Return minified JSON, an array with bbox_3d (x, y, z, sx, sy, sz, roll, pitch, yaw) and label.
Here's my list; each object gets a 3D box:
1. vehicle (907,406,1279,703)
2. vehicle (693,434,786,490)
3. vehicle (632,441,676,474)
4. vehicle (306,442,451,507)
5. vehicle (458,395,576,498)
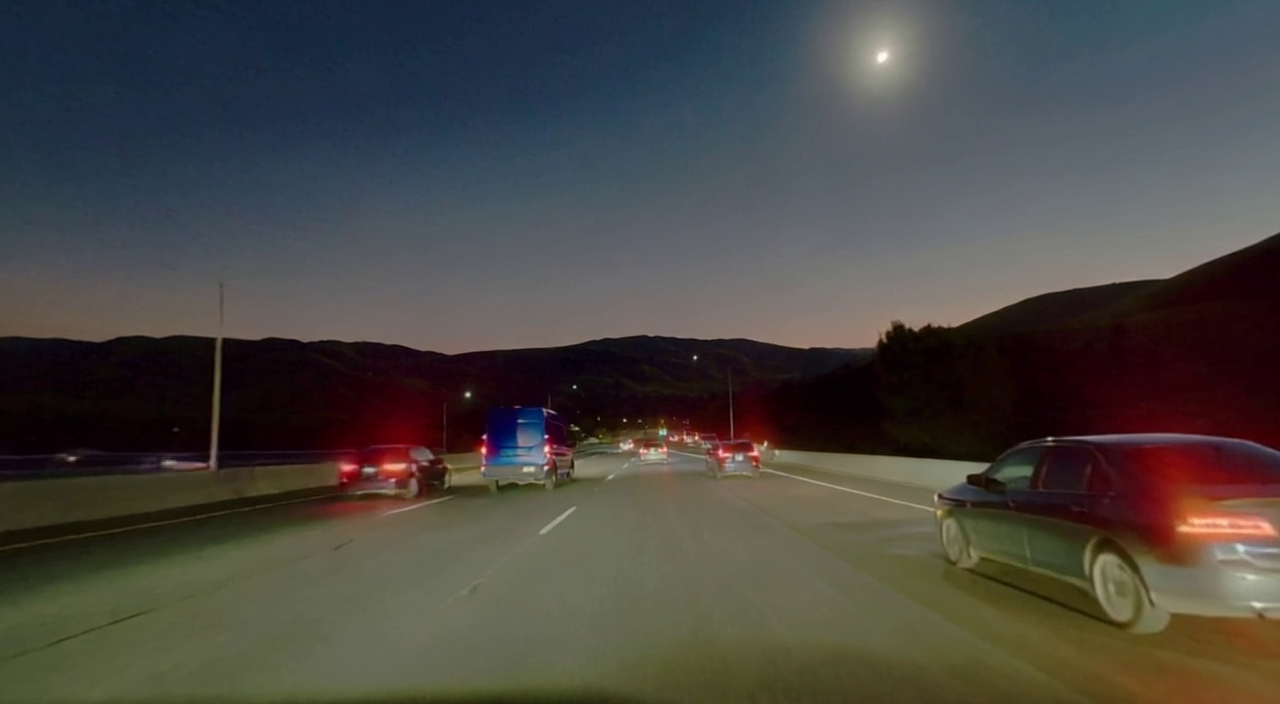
[{"bbox_3d":[3.946,1.243,4.531,2.050,1.491,4.362,0,-9,-1],"label":"vehicle"},{"bbox_3d":[3.189,3.636,21.224,2.270,1.660,4.101,0,-9,-3],"label":"vehicle"},{"bbox_3d":[0.660,5.306,31.891,2.054,1.504,3.890,0,-9,0],"label":"vehicle"},{"bbox_3d":[-6.786,3.201,17.002,1.964,1.487,4.417,0,-9,1],"label":"vehicle"},{"bbox_3d":[-3.488,2.886,19.360,2.396,2.664,5.735,0,-9,0],"label":"vehicle"}]
